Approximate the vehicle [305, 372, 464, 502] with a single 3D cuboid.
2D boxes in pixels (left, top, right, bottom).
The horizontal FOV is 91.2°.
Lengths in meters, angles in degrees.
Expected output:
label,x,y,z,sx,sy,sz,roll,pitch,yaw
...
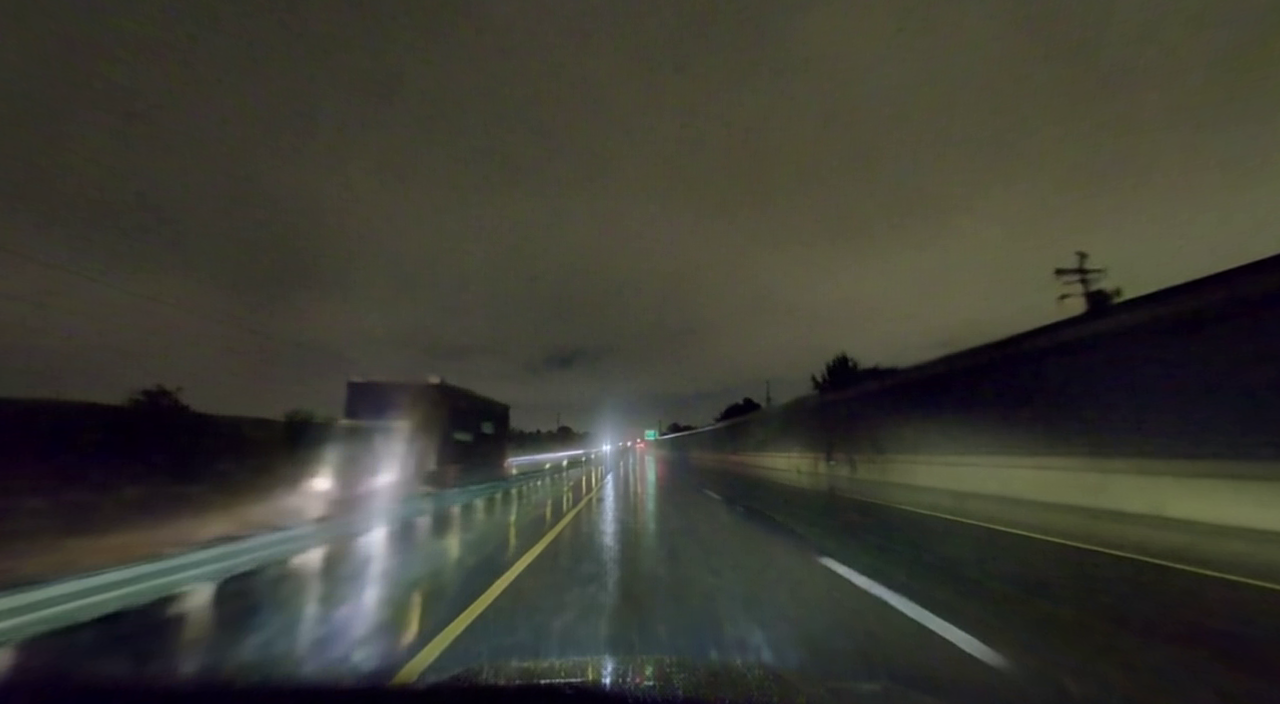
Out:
label,x,y,z,sx,sy,sz,roll,pitch,yaw
vehicle,-8.765,3.077,22.489,3.106,3.995,5.903,0,-9,0
